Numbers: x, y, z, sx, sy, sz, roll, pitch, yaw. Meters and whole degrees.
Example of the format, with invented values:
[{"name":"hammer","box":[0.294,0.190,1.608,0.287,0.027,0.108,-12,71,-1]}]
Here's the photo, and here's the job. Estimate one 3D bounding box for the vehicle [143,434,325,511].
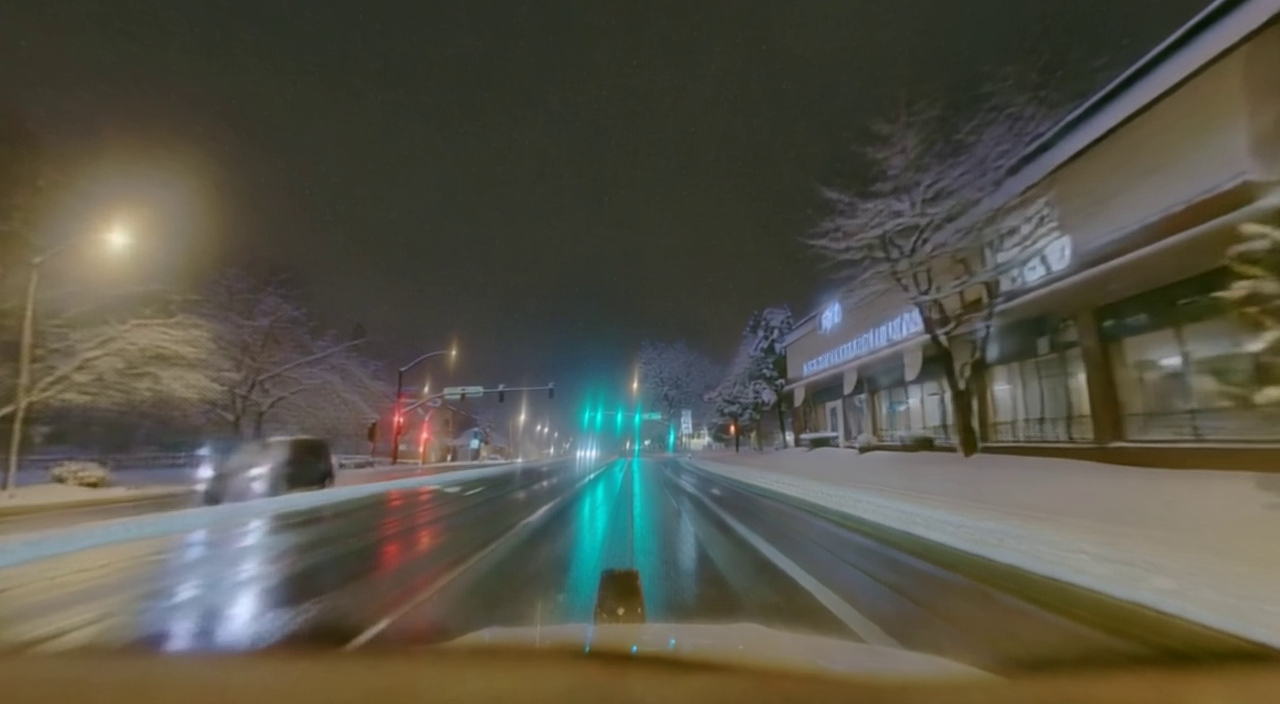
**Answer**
[{"name":"vehicle","box":[-10.269,3.058,16.486,2.026,1.577,4.334,-4,-9,-2]}]
